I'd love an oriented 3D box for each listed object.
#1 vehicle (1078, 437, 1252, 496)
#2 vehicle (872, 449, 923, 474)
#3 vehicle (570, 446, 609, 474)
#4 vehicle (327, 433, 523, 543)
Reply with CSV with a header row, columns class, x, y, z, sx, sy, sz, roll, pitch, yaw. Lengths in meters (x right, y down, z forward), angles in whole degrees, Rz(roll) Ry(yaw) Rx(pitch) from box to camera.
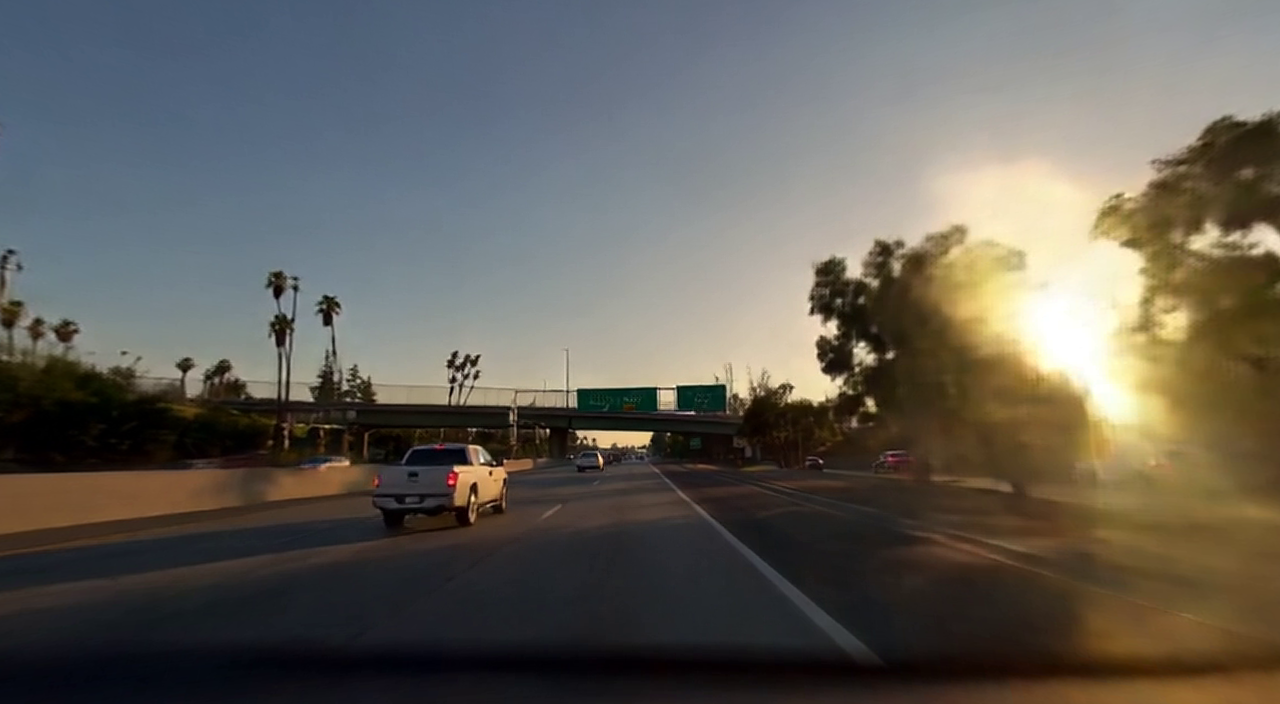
class,x,y,z,sx,sy,sz,roll,pitch,yaw
vehicle,17.526,3.836,21.448,1.991,1.755,4.836,-1,-9,4
vehicle,19.615,8.339,48.261,2.033,1.794,5.116,-1,-9,4
vehicle,-3.731,8.096,47.388,2.420,1.937,5.916,0,-9,0
vehicle,-3.925,2.568,12.605,2.162,1.747,4.791,0,-9,1
